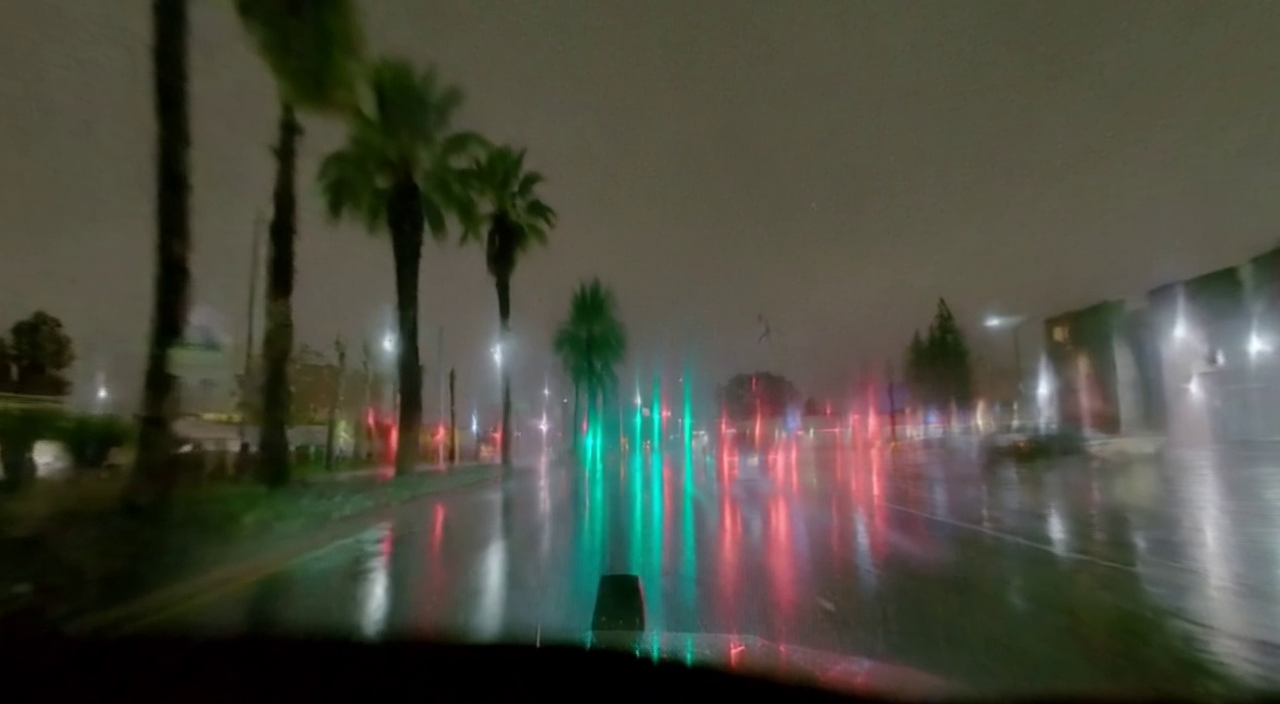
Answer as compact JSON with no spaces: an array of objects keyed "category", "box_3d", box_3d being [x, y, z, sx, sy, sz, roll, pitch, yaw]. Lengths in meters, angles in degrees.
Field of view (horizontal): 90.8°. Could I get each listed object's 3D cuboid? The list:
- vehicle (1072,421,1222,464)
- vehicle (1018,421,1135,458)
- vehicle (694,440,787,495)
[{"category":"vehicle","box_3d":[22.290,3.997,27.908,4.781,1.600,1.986,-3,-8,1]},{"category":"vehicle","box_3d":[22.314,4.526,32.469,4.383,1.815,2.061,-1,-9,2]},{"category":"vehicle","box_3d":[2.862,3.387,18.965,1.964,1.448,4.295,0,-9,-2]}]
